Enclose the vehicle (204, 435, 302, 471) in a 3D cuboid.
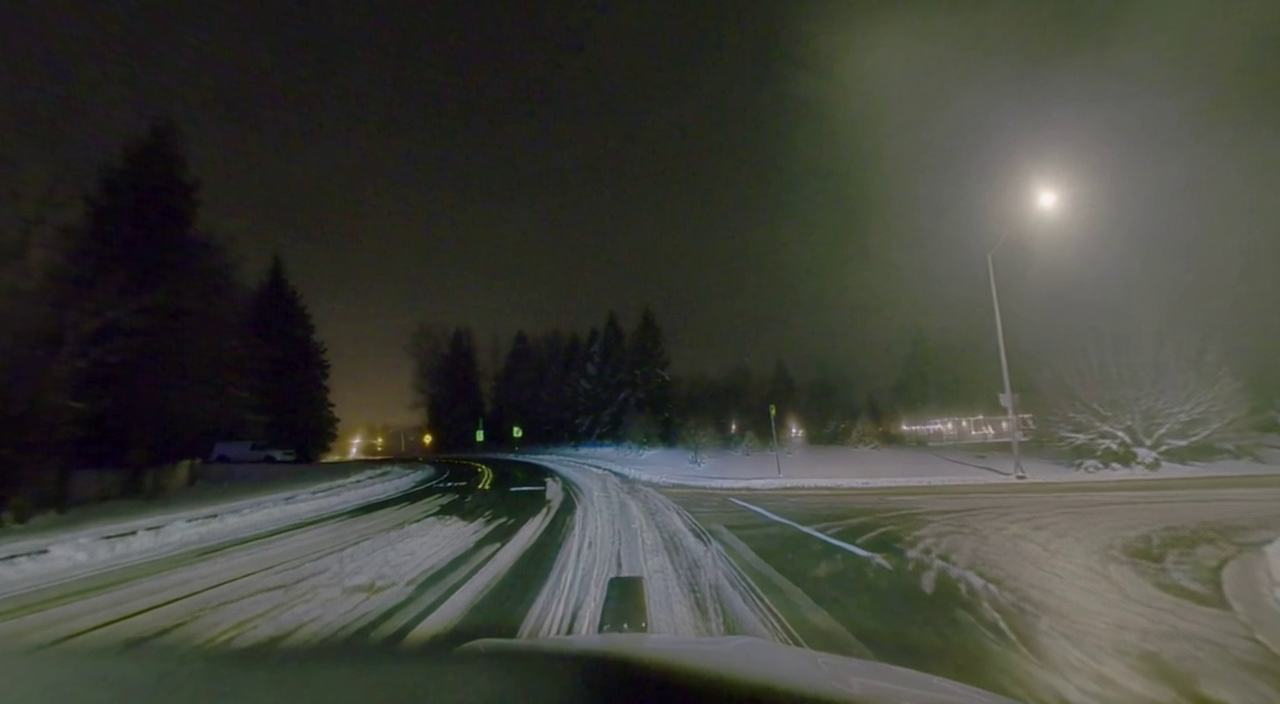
[{"bbox_3d":[-23.124,6.034,37.754,4.699,1.996,2.116,-2,-9,11],"label":"vehicle"}]
